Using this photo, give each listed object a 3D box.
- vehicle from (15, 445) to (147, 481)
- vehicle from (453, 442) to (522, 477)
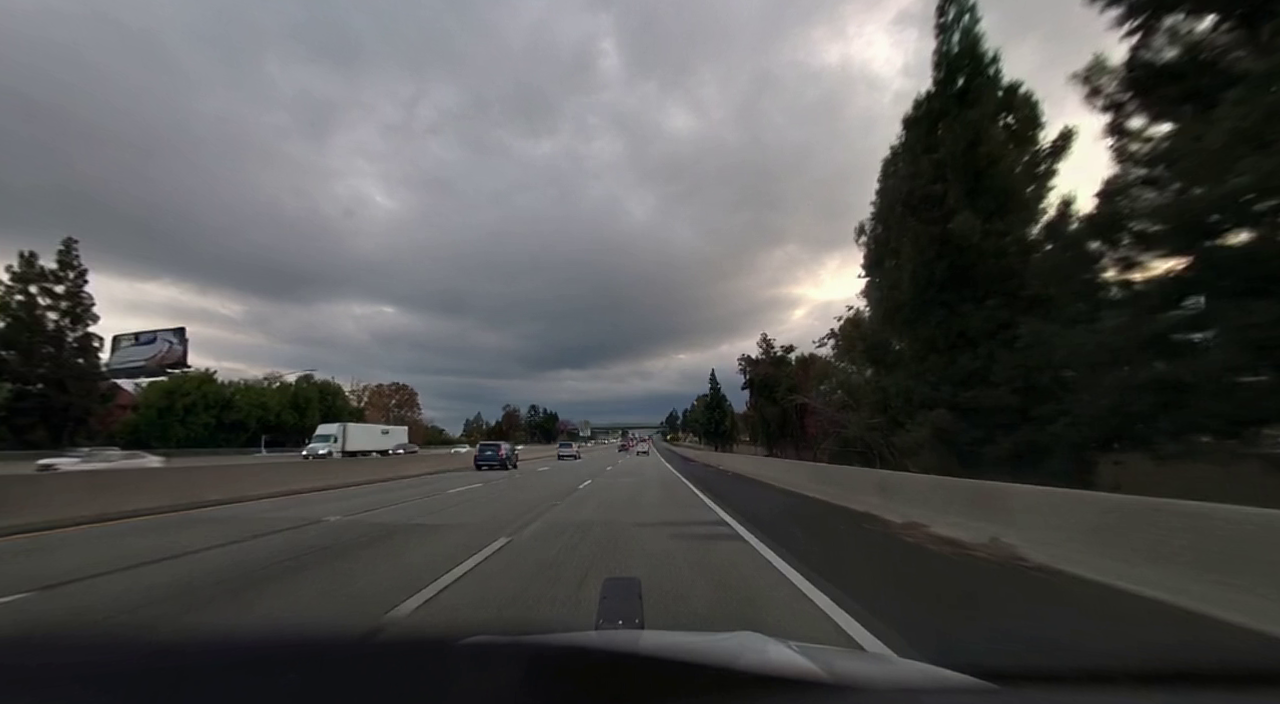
[{"bbox_3d":[-28.978,5.750,32.917,2.162,1.736,5.029,0,-9,1],"label":"vehicle"},{"bbox_3d":[-7.231,5.126,30.371,2.008,1.520,4.731,0,-9,1],"label":"vehicle"}]
